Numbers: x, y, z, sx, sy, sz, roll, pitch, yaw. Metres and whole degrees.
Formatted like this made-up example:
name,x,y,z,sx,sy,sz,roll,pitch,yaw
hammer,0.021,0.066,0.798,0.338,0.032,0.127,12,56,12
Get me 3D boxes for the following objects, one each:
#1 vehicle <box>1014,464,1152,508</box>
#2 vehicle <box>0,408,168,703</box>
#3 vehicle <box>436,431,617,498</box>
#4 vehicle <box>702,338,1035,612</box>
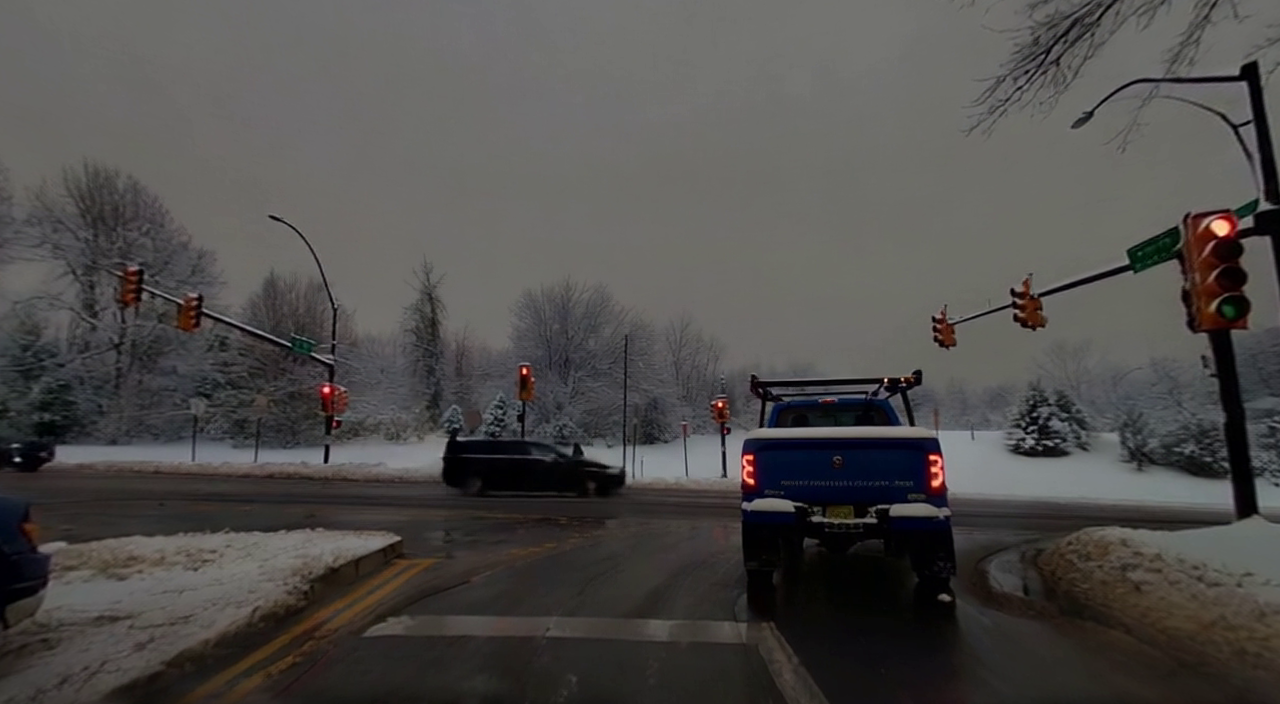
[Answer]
name,x,y,z,sx,sy,sz,roll,pitch,yaw
vehicle,18.975,5.747,27.139,4.356,1.498,1.957,-3,-8,2
vehicle,-4.099,0.844,1.905,1.913,1.491,4.547,1,-9,-2
vehicle,-3.126,3.140,17.806,4.695,1.729,2.067,2,-9,-9
vehicle,2.618,1.527,8.783,2.851,2.400,5.978,-1,-9,11
